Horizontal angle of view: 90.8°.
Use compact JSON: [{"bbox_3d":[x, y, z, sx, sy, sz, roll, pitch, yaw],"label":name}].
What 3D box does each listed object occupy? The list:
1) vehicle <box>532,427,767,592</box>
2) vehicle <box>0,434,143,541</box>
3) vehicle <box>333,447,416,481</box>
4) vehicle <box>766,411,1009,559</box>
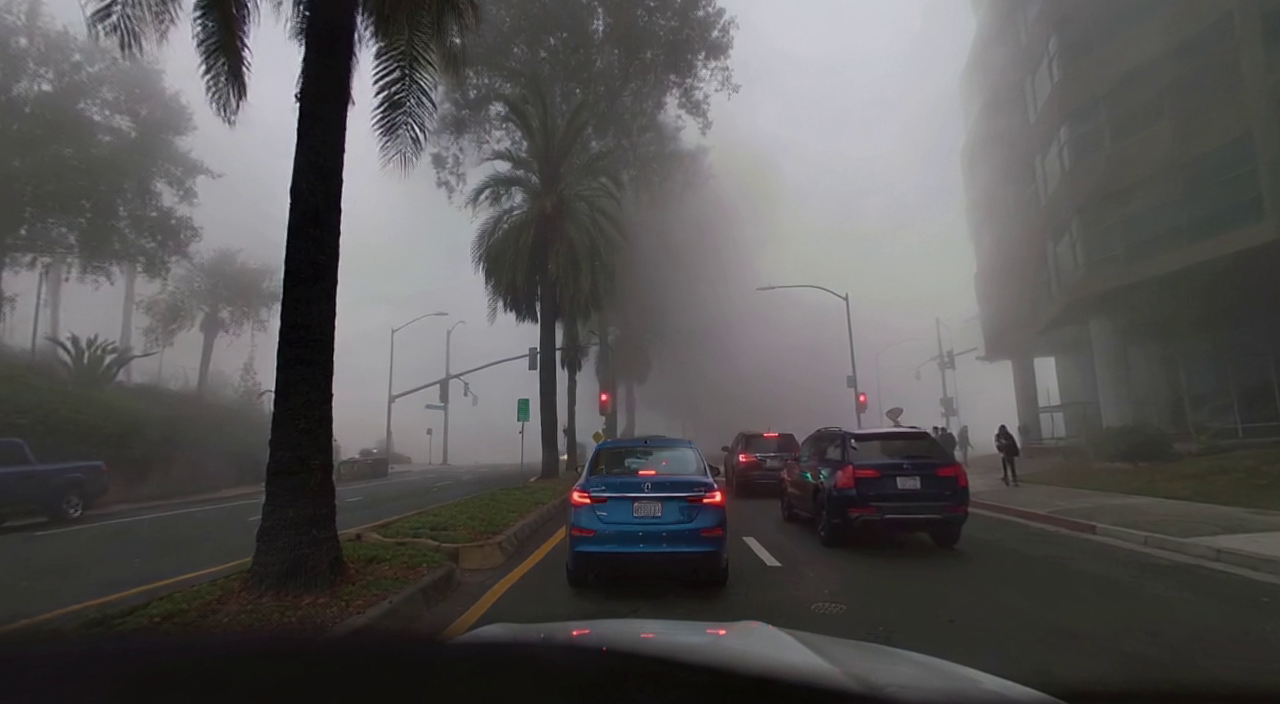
[{"bbox_3d":[0.133,1.711,7.701,2.088,1.452,3.993,-1,-8,1],"label":"vehicle"},{"bbox_3d":[-13.051,2.716,12.283,2.240,1.964,5.707,-6,-8,0],"label":"vehicle"},{"bbox_3d":[-13.163,5.566,31.719,1.965,1.507,4.725,-1,-8,2],"label":"vehicle"},{"bbox_3d":[3.361,1.894,9.693,2.003,1.733,4.319,0,-8,1],"label":"vehicle"}]
